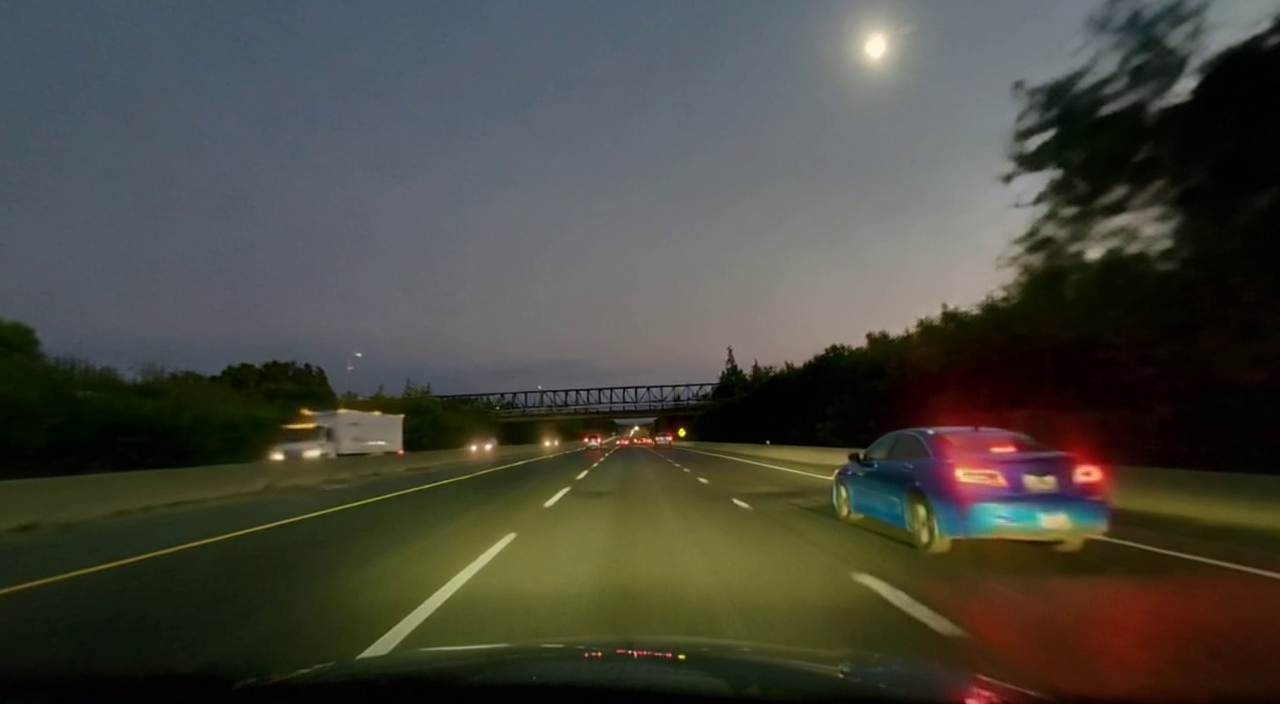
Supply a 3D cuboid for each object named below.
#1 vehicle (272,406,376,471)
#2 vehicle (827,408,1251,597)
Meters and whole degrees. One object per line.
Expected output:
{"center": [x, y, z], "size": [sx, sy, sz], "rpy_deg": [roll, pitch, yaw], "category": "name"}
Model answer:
{"center": [-21.223, 5.878, 42.993], "size": [2.982, 3.995, 7.675], "rpy_deg": [0, -8, 1], "category": "vehicle"}
{"center": [3.944, 1.533, 7.409], "size": [2.031, 1.531, 4.365], "rpy_deg": [0, -8, -2], "category": "vehicle"}
